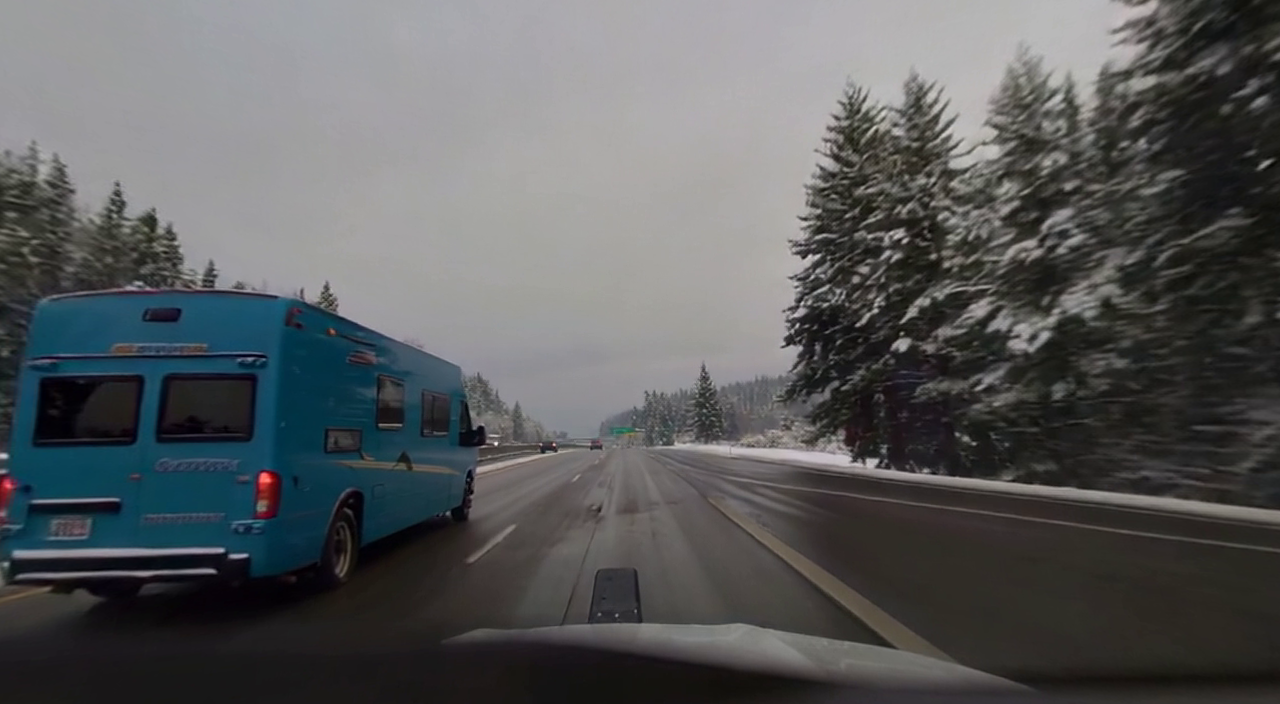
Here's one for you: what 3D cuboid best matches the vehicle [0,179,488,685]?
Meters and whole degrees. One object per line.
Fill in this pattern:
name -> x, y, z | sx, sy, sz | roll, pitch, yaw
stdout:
vehicle -> -3.971, 0.884, 7.777 | 2.676, 3.269, 7.388 | 0, -7, -3
